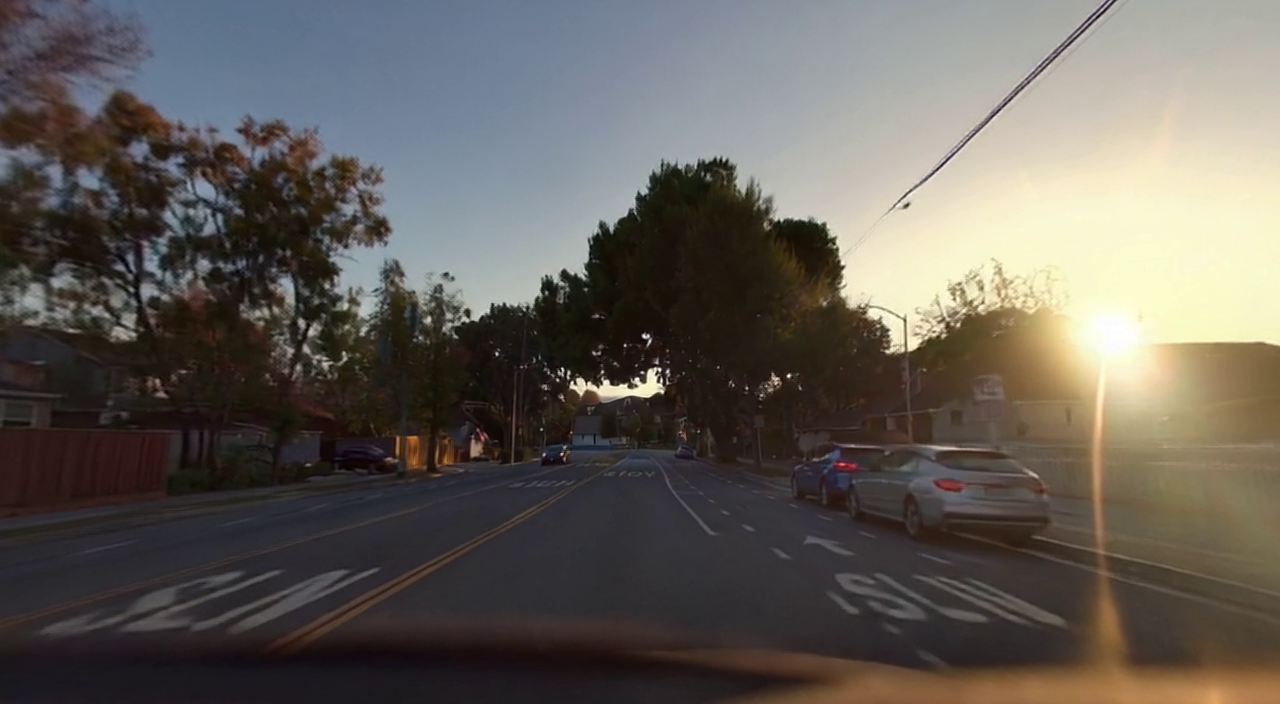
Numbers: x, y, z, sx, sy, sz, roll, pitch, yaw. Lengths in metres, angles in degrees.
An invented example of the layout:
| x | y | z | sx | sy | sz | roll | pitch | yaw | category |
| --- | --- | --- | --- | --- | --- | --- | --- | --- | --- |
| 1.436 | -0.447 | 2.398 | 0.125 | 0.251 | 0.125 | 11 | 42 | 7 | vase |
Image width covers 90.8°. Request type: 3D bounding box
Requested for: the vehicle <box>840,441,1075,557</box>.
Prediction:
| x | y | z | sx | sy | sz | roll | pitch | yaw | category |
| --- | --- | --- | --- | --- | --- | --- | --- | --- | --- |
| 5.173 | 2.395 | 11.120 | 1.891 | 1.611 | 4.269 | 0 | -8 | 0 | vehicle |

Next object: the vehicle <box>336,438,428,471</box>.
| x | y | z | sx | sy | sz | roll | pitch | yaw | category |
| --- | --- | --- | --- | --- | --- | --- | --- | --- | --- |
| -16.232 | 6.429 | 39.748 | 5.125 | 1.941 | 2.086 | 4 | -9 | -26 | vehicle |
